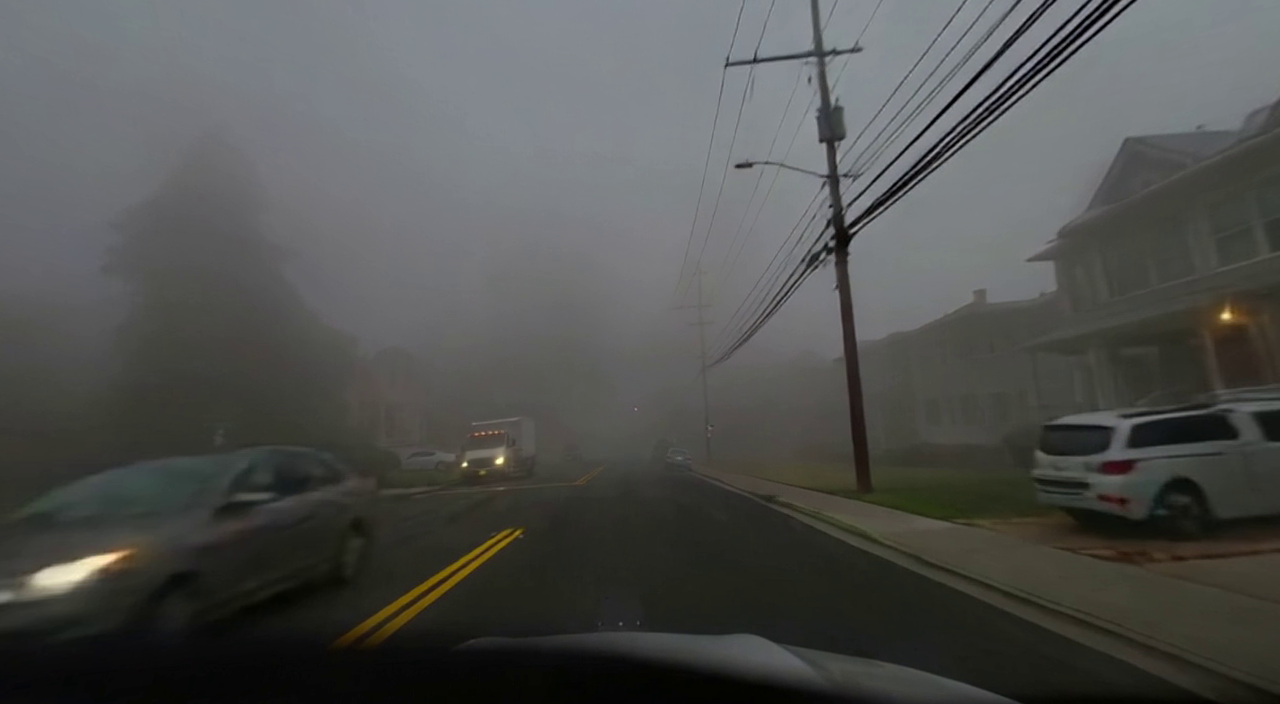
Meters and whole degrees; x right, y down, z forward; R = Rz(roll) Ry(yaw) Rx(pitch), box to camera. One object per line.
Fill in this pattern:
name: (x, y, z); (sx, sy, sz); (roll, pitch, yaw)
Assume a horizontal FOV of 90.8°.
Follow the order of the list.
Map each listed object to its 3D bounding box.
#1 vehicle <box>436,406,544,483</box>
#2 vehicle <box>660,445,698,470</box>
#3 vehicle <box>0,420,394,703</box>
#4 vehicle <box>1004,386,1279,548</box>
vehicle: (-6.932, 4.526, 30.652); (3.197, 3.187, 7.847); (-1, -9, 1)
vehicle: (2.331, 6.475, 39.053); (1.890, 1.463, 4.952); (0, -8, -2)
vehicle: (-3.591, 1.321, 4.522); (1.912, 1.491, 4.375); (0, -8, 0)
vehicle: (8.046, 1.445, 8.549); (4.836, 1.806, 2.121); (-2, -8, -2)
